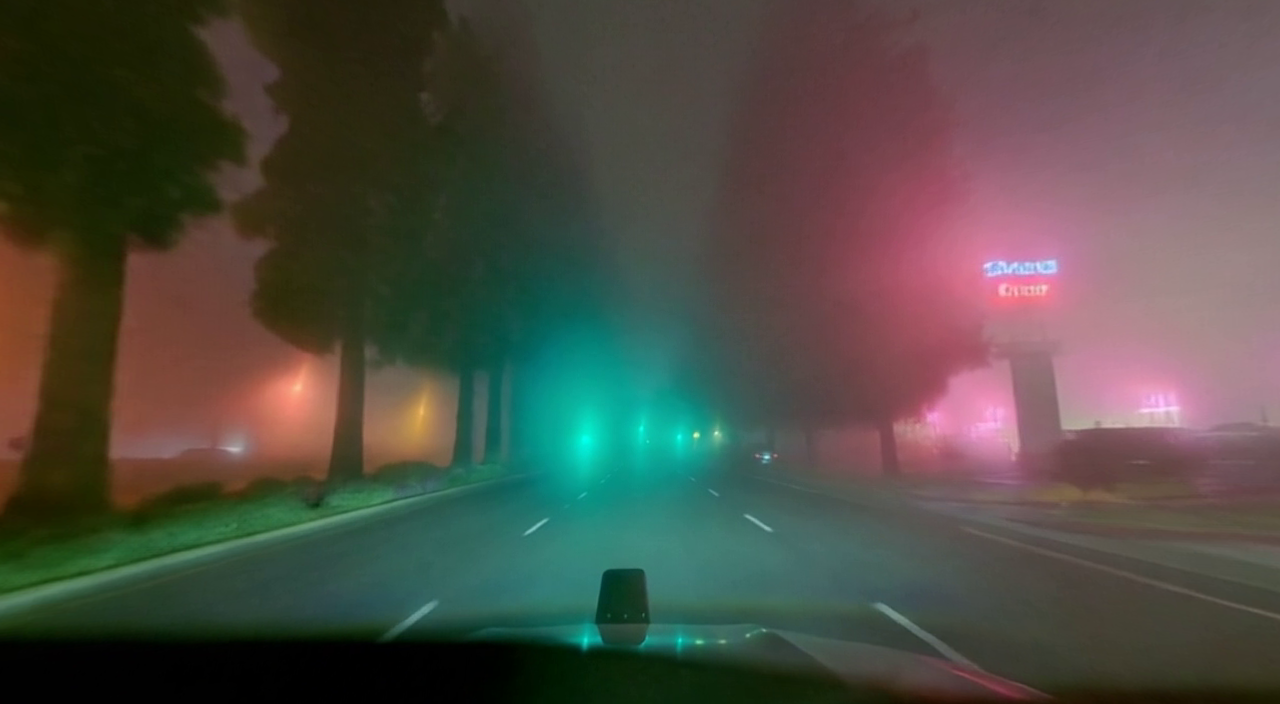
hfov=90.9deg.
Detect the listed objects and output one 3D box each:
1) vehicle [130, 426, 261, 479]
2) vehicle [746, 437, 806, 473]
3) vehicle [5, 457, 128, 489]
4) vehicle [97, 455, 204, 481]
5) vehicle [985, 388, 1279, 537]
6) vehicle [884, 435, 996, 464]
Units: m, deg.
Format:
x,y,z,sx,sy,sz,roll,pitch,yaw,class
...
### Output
x,y,z,sx,sy,sz,roll,pitch,yaw,class
-32.839,7.424,46.810,7.106,3.726,3.230,0,-9,1,vehicle
7.142,5.458,33.633,2.084,1.736,4.754,0,-8,-1,vehicle
-33.152,6.987,36.562,4.993,1.742,2.124,0,-9,0,vehicle
-32.705,7.766,42.209,5.238,1.618,2.263,-1,-9,1,vehicle
8.971,1.778,10.363,5.329,2.114,2.325,-3,-9,18,vehicle
16.909,5.509,35.705,5.222,1.515,2.044,-1,-9,-1,vehicle
